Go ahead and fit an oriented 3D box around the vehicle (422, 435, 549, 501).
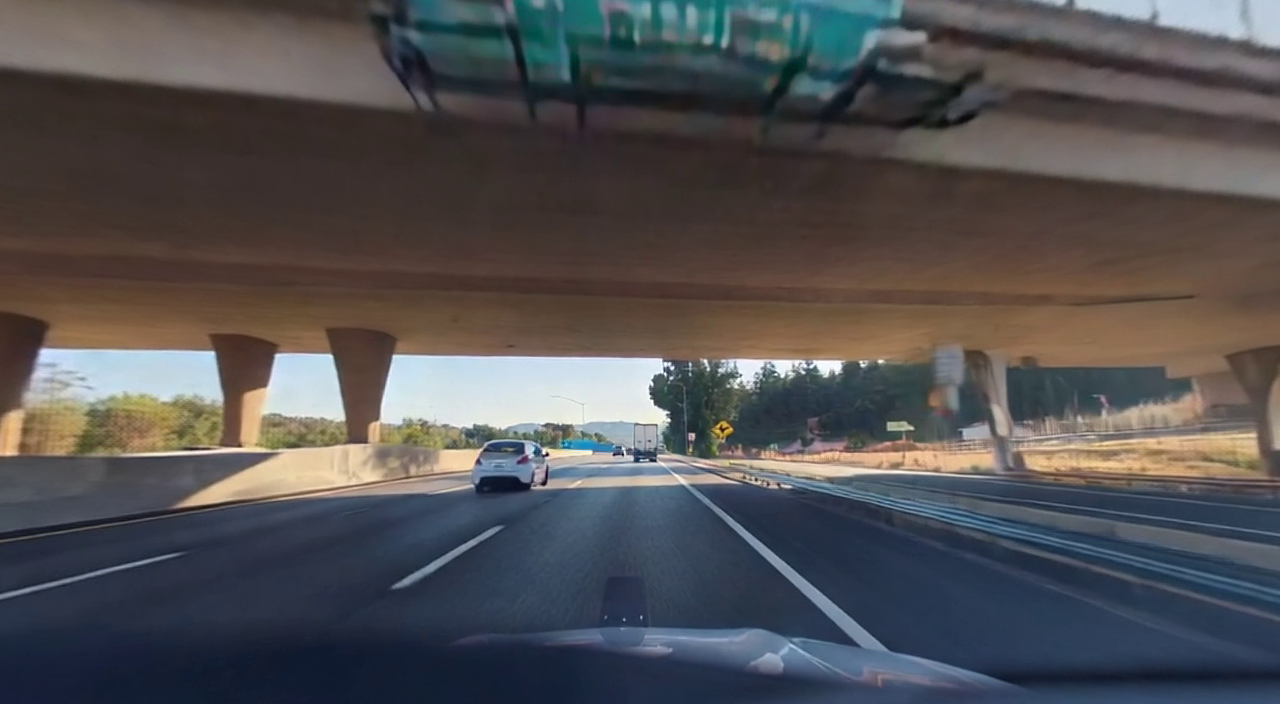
[{"bbox_3d":[-4.141,3.222,17.941,2.235,1.593,5.077,0,-9,1],"label":"vehicle"}]
